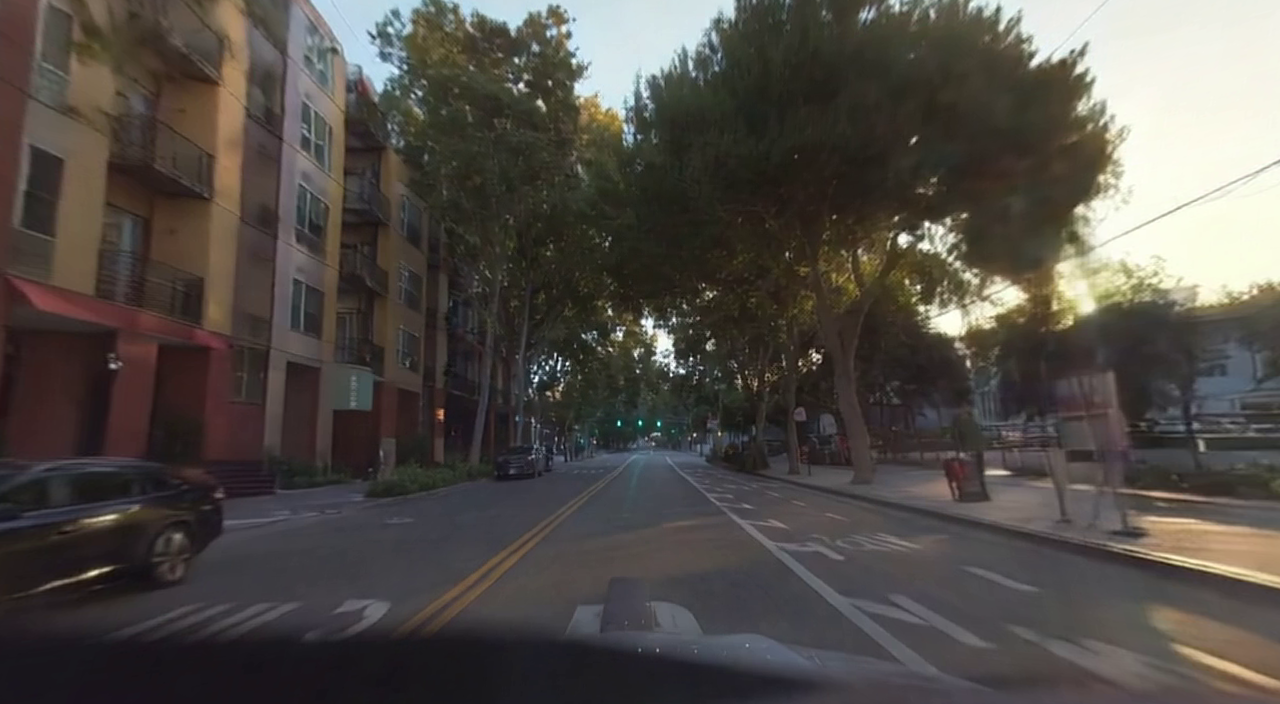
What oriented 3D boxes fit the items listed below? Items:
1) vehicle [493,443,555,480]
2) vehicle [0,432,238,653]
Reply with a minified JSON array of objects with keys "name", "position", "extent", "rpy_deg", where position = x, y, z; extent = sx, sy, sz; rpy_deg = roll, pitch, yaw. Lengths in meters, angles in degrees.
[{"name":"vehicle","position":[-5.744,5.493,31.878],"extent":[2.147,1.701,4.879],"rpy_deg":[0,-8,1]},{"name":"vehicle","position":[-5.970,1.517,5.240],"extent":[2.223,1.658,4.621],"rpy_deg":[0,-8,-1]}]
